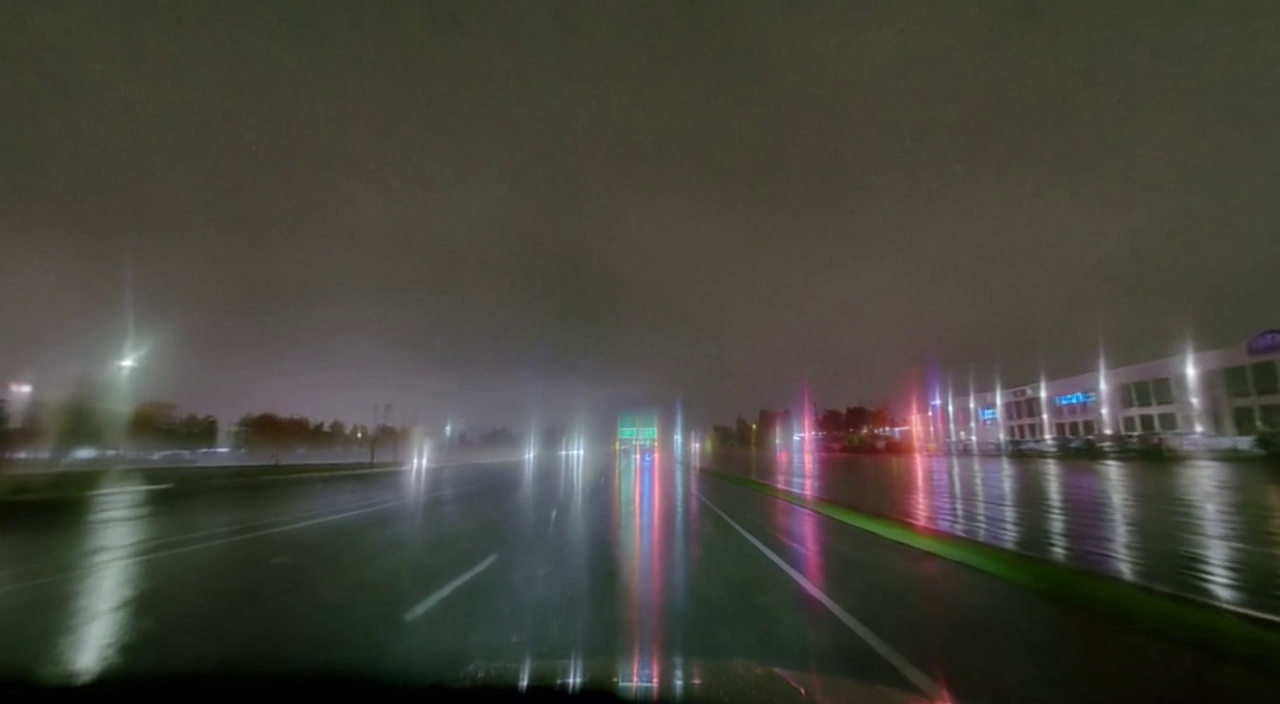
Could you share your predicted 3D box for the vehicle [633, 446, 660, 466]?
[{"bbox_3d":[0.465,8.054,48.712,2.014,1.507,3.960,0,-9,0],"label":"vehicle"}]
